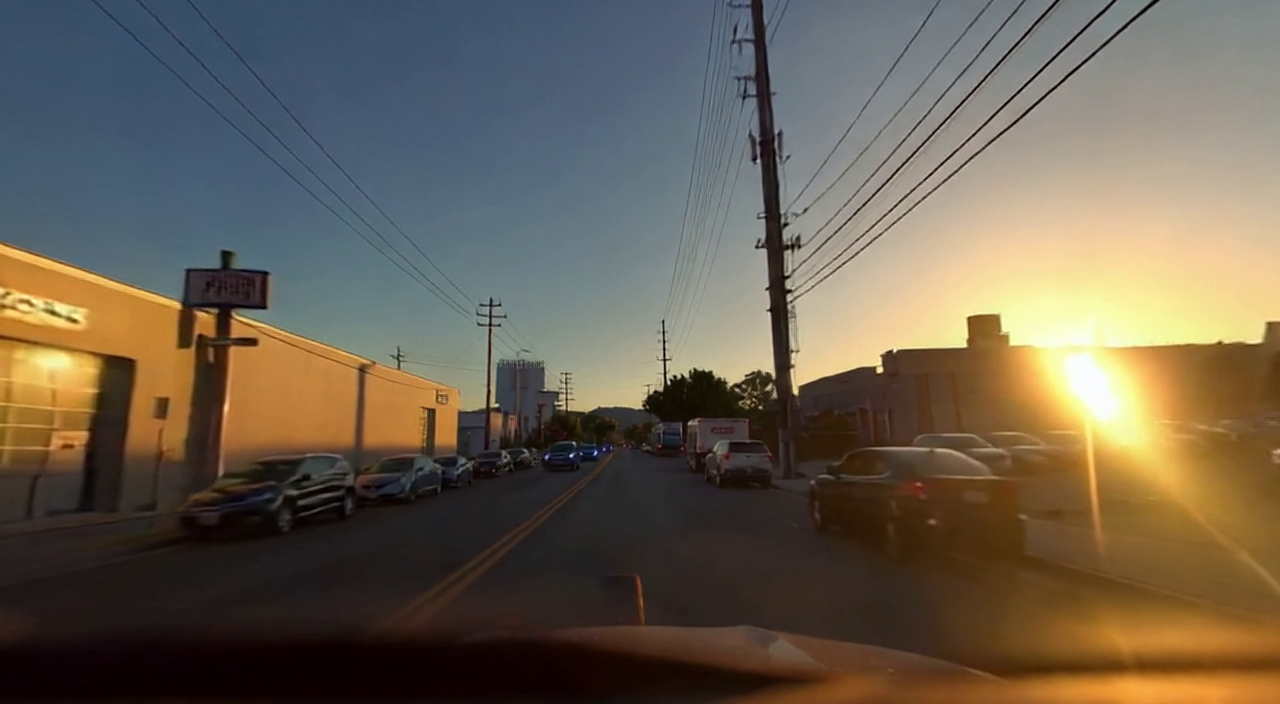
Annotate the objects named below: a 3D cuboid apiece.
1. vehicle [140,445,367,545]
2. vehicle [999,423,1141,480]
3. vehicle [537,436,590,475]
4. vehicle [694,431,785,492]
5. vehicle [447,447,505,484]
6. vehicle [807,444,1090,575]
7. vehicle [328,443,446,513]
[{"bbox_3d":[-7.974,2.924,13.737,2.194,1.775,4.482,0,-8,-2],"label":"vehicle"},{"bbox_3d":[14.662,3.417,21.863,1.828,1.749,4.000,0,-8,-4],"label":"vehicle"},{"bbox_3d":[-4.179,5.792,35.579,2.275,1.999,5.723,0,-8,0],"label":"vehicle"},{"bbox_3d":[3.491,3.976,23.473,2.218,1.956,5.916,0,-8,-2],"label":"vehicle"},{"bbox_3d":[-8.225,5.677,32.078,1.903,1.710,4.322,0,-8,-2],"label":"vehicle"},{"bbox_3d":[4.127,2.131,9.492,1.919,1.453,4.425,0,-8,-2],"label":"vehicle"},{"bbox_3d":[-7.782,3.851,19.937,1.933,1.754,4.514,-3,-7,-1],"label":"vehicle"}]
